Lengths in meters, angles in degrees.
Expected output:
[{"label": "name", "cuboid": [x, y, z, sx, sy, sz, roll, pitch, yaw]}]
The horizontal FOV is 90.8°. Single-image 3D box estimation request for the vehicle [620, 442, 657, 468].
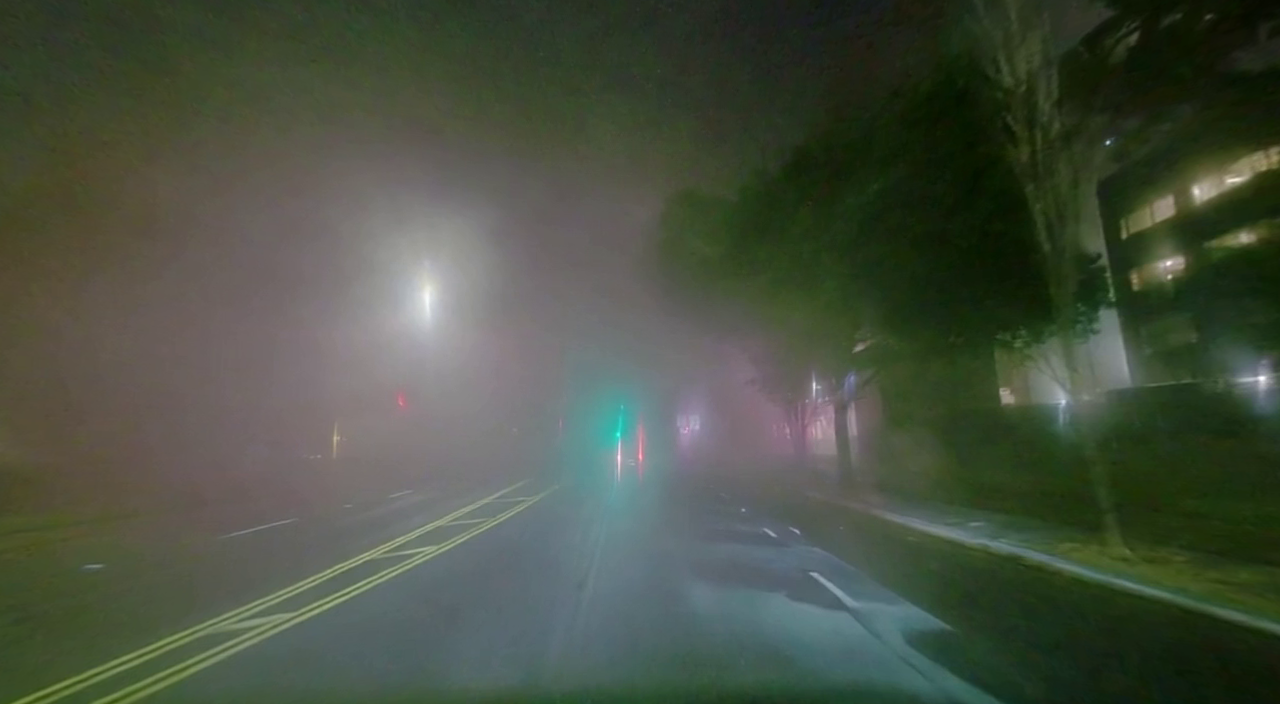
[{"label": "vehicle", "cuboid": [-0.153, 6.229, 38.544, 2.131, 1.474, 4.146, 0, -8, -2]}]
